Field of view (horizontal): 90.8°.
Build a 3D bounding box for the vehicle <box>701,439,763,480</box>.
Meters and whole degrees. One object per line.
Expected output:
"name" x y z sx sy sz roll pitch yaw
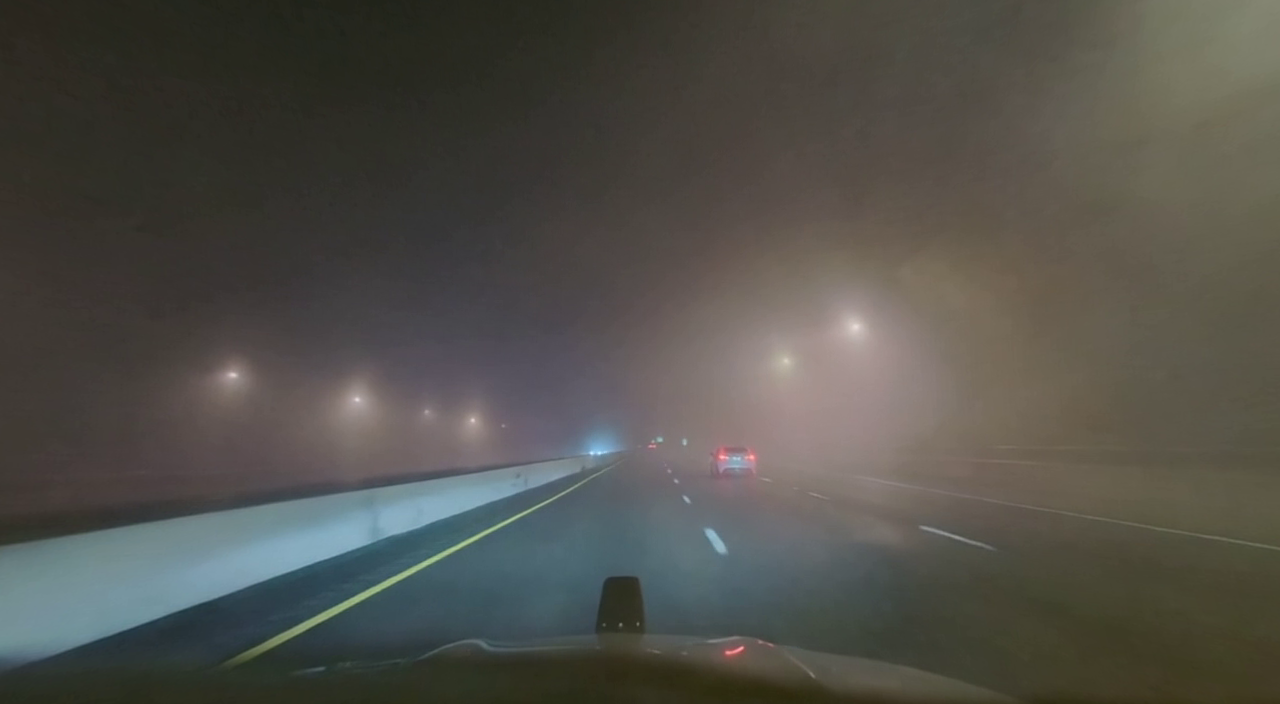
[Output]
"vehicle" 3.631 4.305 25.579 1.874 1.506 4.116 0 -8 0
